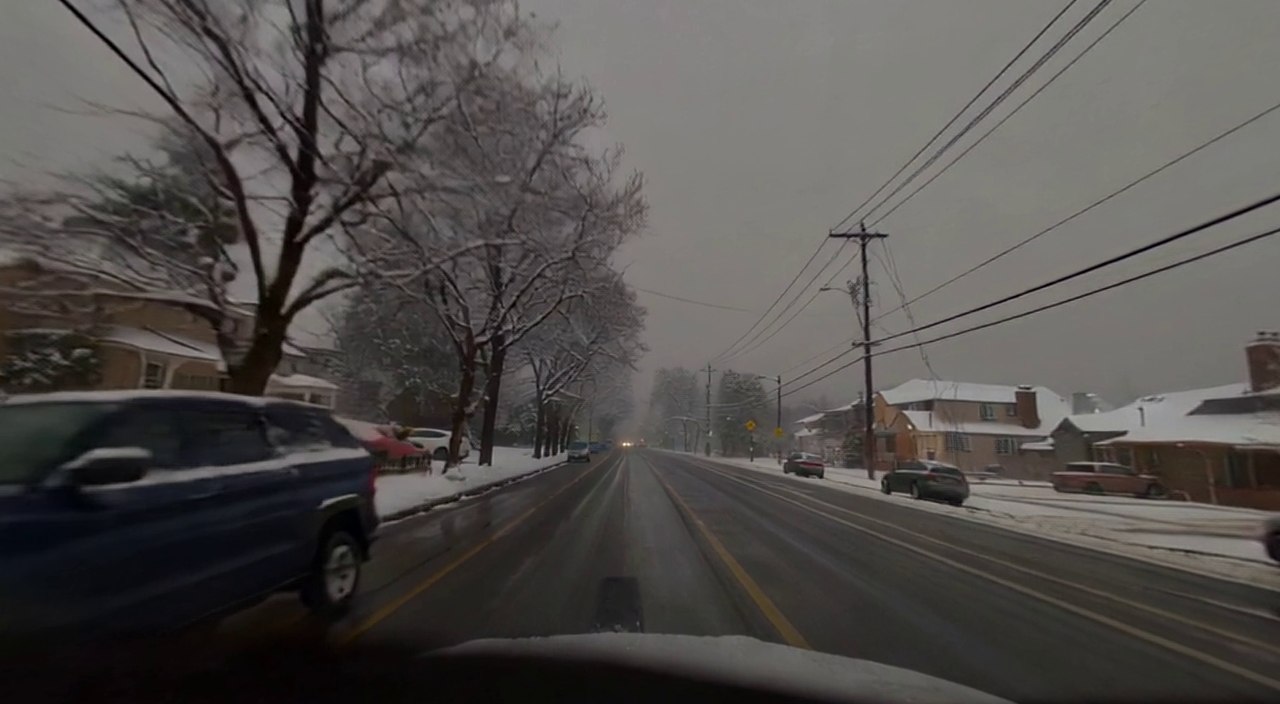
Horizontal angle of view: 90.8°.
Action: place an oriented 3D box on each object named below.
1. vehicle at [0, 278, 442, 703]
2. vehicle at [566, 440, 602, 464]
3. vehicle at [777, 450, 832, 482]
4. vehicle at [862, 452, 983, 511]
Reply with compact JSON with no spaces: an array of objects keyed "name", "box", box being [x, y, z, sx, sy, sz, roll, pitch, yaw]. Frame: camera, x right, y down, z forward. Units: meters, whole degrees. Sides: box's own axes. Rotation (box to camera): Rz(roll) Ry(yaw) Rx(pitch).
[{"name":"vehicle","box":[-3.265,0.985,3.853,2.290,1.924,5.536,0,-8,0]},{"name":"vehicle","box":[-3.666,6.614,42.063,2.021,1.475,4.523,0,-8,0]},{"name":"vehicle","box":[9.416,6.525,36.463,1.930,1.456,4.511,8,-8,2]},{"name":"vehicle","box":[9.594,4.378,21.936,1.977,1.495,4.800,8,-8,1]}]
